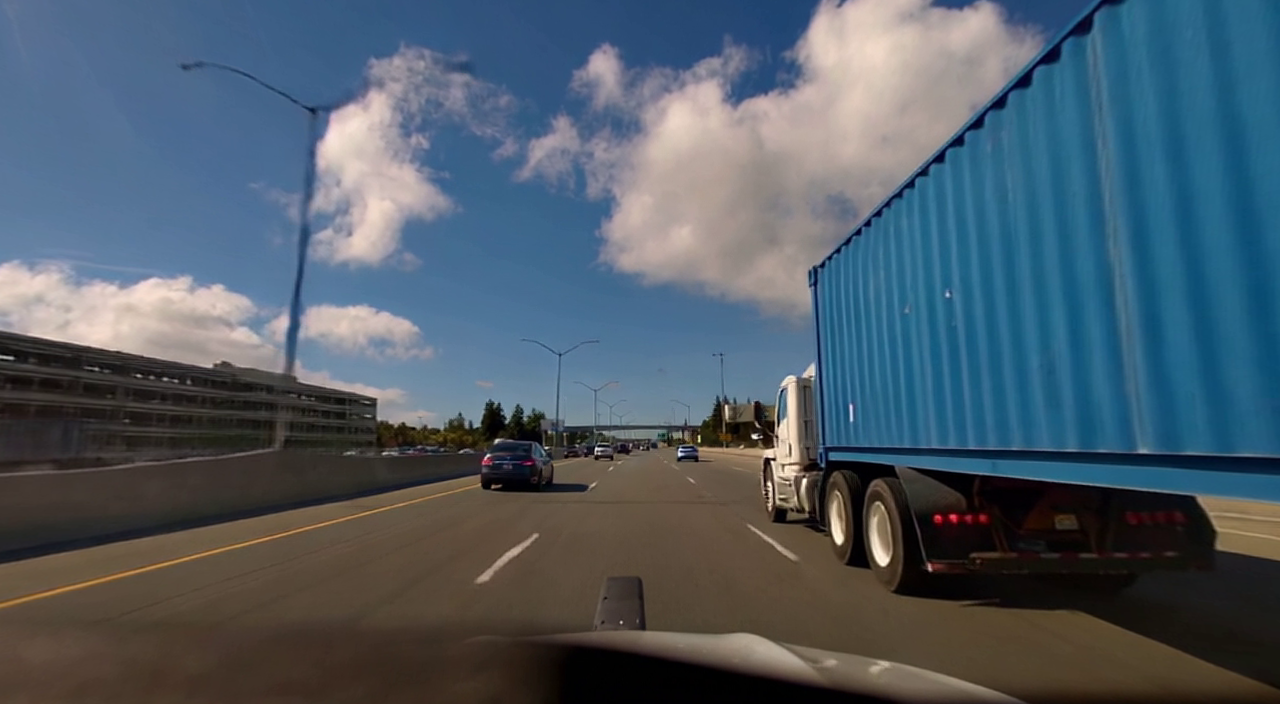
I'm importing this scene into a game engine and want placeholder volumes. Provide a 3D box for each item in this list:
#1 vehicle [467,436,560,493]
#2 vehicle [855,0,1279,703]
[{"bbox_3d":[-3.697,3.359,19.148,1.954,1.528,4.010,0,-9,0],"label":"vehicle"},{"bbox_3d":[3.847,-0.815,0.254,2.893,3.992,13.605,0,-8,1],"label":"vehicle"}]
